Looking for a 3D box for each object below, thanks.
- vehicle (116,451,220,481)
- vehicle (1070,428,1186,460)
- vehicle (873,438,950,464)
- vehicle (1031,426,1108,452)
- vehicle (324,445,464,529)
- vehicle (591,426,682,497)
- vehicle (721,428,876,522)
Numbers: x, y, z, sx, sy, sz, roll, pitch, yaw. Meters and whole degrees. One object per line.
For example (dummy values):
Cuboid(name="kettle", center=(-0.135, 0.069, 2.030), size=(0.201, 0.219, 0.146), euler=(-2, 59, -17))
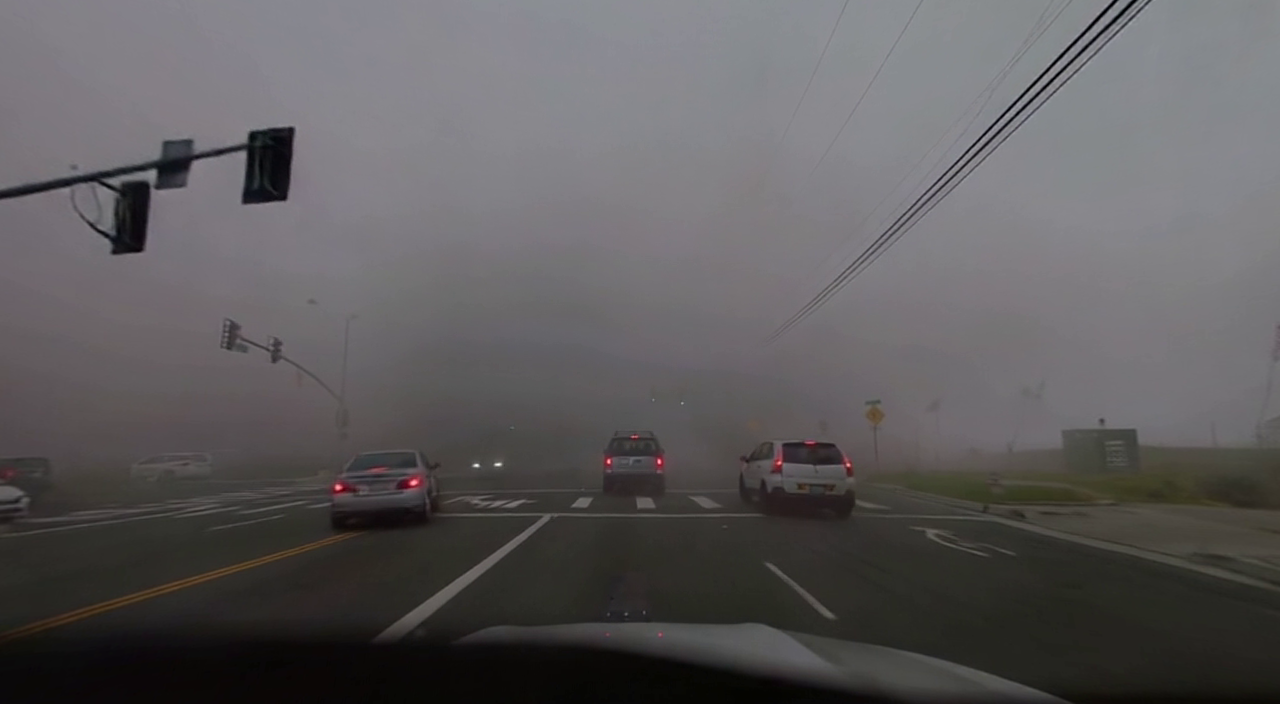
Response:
Cuboid(name="vehicle", center=(-27.410, 6.630, 36.707), size=(4.458, 1.608, 2.051), euler=(-1, -8, 2))
Cuboid(name="vehicle", center=(24.382, 4.615, 31.673), size=(4.092, 1.496, 1.889), euler=(-3, -9, 20))
Cuboid(name="vehicle", center=(16.538, 6.022, 38.487), size=(3.880, 1.538, 1.862), euler=(1, -8, -8))
Cuboid(name="vehicle", center=(30.678, 6.287, 45.216), size=(2.231, 1.749, 4.411), euler=(0, -8, -2))
Cuboid(name="vehicle", center=(-5.749, 2.916, 14.387), size=(1.975, 1.570, 4.456), euler=(5, -10, -34))
Cuboid(name="vehicle", center=(-0.121, 3.596, 21.201), size=(2.638, 2.065, 5.313), euler=(0, -8, 0))
Cuboid(name="vehicle", center=(3.350, 2.701, 14.476), size=(2.276, 1.787, 4.630), euler=(0, -8, -1))
